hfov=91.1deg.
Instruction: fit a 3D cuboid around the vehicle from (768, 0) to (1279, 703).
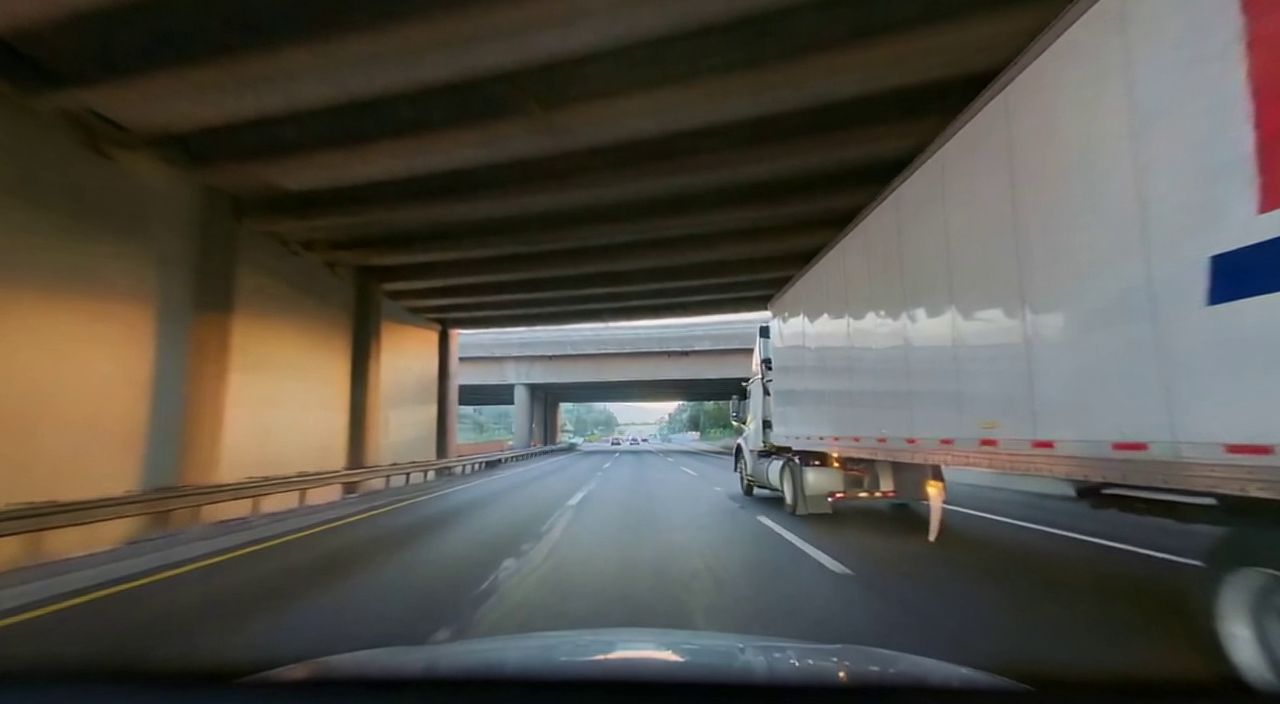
[{"bbox_3d":[4.212,-0.073,5.329,3.034,4.194,14.704,0,-8,0],"label":"vehicle"}]
